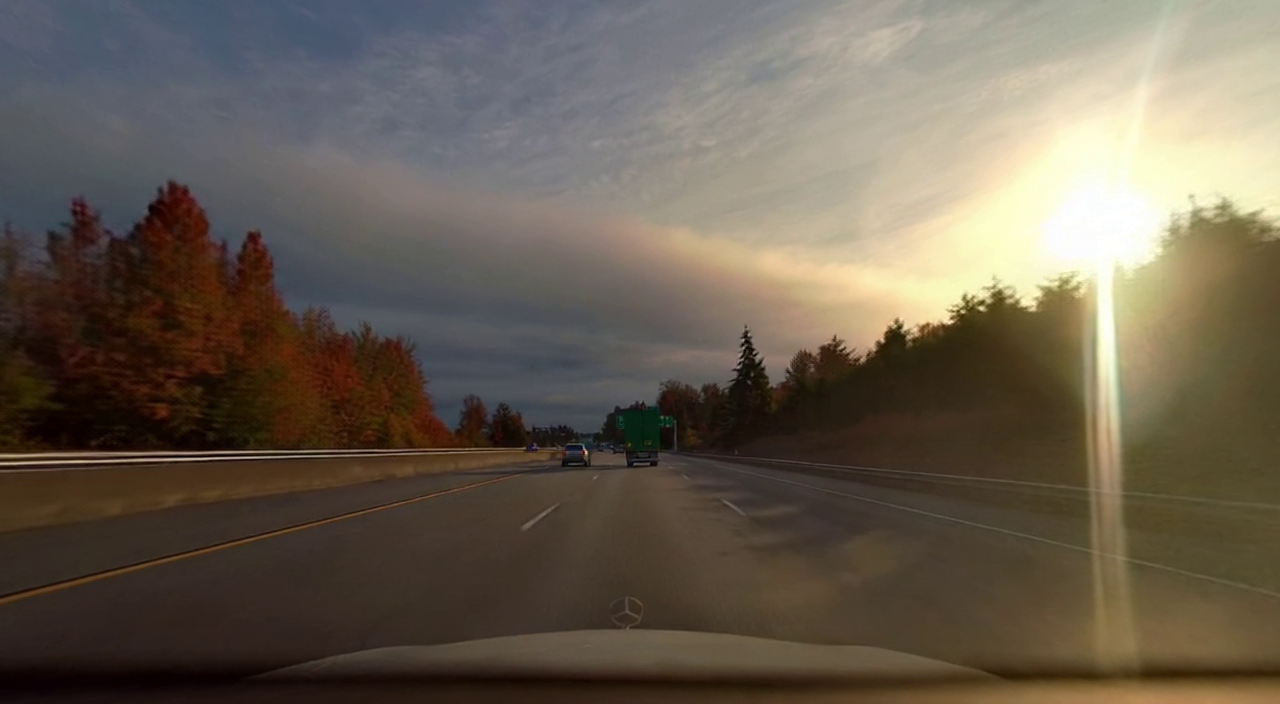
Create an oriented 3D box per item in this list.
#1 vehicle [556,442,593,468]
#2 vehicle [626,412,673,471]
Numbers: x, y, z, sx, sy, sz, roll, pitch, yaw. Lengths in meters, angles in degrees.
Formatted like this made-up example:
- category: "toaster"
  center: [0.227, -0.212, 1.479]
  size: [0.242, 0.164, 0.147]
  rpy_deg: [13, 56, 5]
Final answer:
- category: "vehicle"
  center: [-4.392, 6.994, 42.742]
  size: [2.079, 1.656, 3.965]
  rpy_deg: [0, -9, 0]
- category: "vehicle"
  center: [0.514, 6.216, 43.605]
  size: [2.893, 3.628, 9.081]
  rpy_deg: [0, -9, -1]
